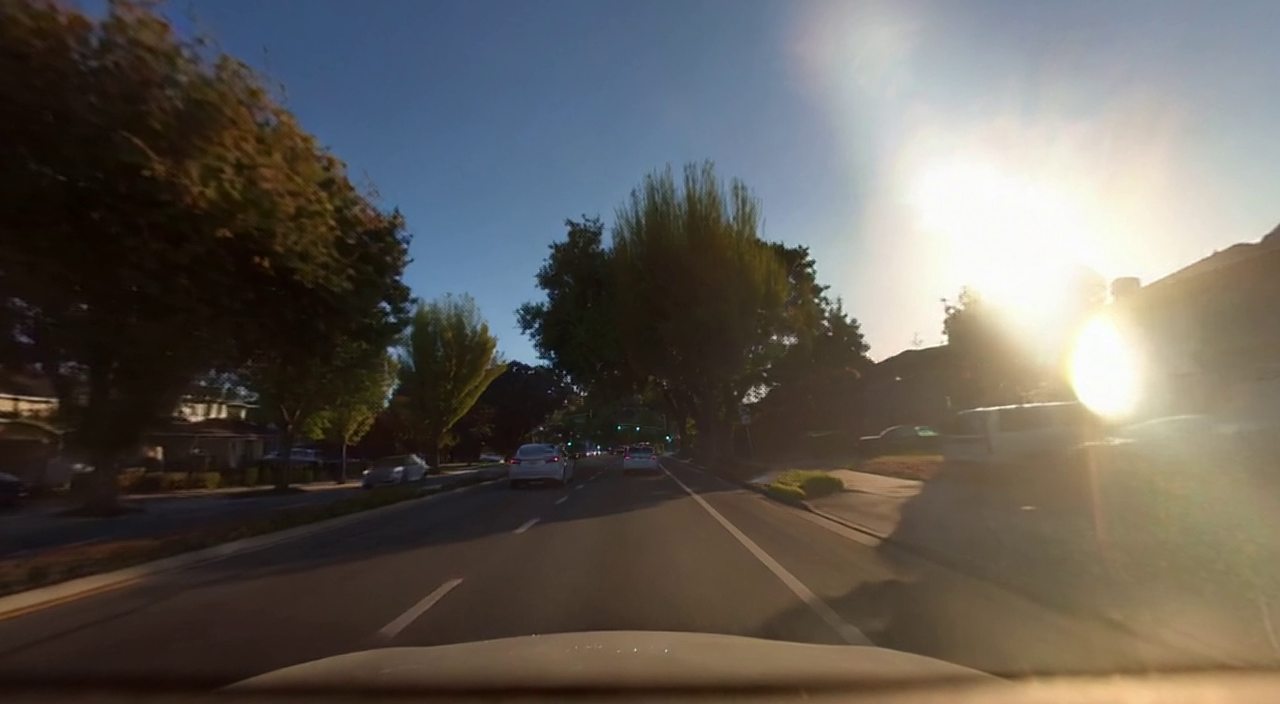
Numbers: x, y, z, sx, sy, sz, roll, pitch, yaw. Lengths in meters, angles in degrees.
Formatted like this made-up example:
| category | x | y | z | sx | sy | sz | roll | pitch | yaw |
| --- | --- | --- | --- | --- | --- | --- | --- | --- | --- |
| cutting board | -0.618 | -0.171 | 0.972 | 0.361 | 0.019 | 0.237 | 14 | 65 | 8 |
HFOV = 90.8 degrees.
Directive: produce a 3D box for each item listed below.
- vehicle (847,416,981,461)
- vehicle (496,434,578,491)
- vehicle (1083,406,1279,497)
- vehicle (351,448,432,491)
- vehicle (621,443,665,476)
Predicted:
| category | x | y | z | sx | sy | sz | roll | pitch | yaw |
| --- | --- | --- | --- | --- | --- | --- | --- | --- | --- |
| vehicle | 15.368 | 4.874 | 35.732 | 6.374 | 2.098 | 2.415 | -3 | -8 | -1 |
| vehicle | -3.498 | 3.852 | 22.401 | 2.157 | 1.771 | 4.452 | 0 | -8 | 0 |
| vehicle | 11.384 | 1.799 | 11.912 | 4.573 | 1.461 | 1.867 | -3 | -8 | 0 |
| vehicle | -12.004 | 5.661 | 30.890 | 2.070 | 1.752 | 4.629 | -4 | -8 | 0 |
| vehicle | 0.120 | 5.341 | 31.697 | 2.062 | 1.518 | 3.901 | 0 | -8 | 0 |
